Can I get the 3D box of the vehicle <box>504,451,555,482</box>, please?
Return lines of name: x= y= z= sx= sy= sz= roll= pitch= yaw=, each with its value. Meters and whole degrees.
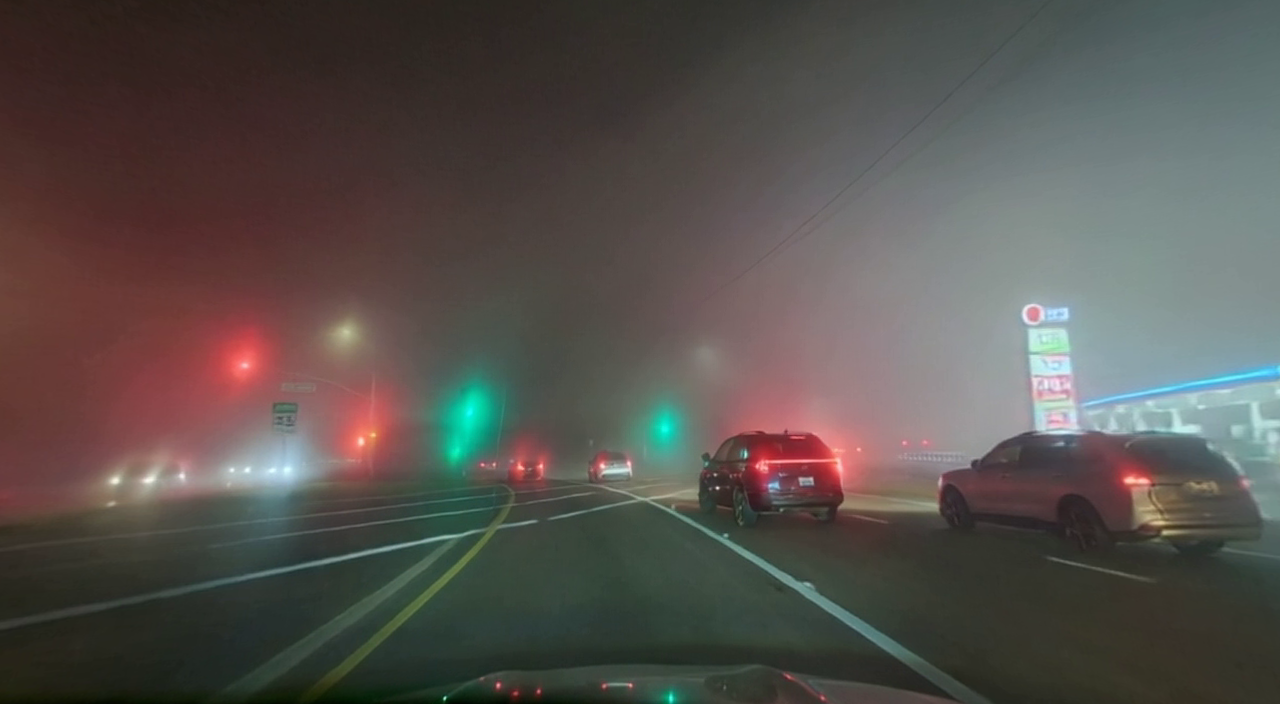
vehicle: x=-5.971 y=6.059 z=33.693 sx=2.107 sy=1.527 sz=4.174 roll=3 pitch=-9 yaw=-18

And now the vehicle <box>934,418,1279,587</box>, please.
vehicle: x=5.990 y=1.778 z=8.330 sx=1.881 sy=1.604 sz=4.289 roll=1 pitch=-8 yaw=-4

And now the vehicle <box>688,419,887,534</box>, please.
vehicle: x=2.513 y=2.301 z=12.307 sx=2.184 sy=1.777 sz=4.712 roll=1 pitch=-9 yaw=-8

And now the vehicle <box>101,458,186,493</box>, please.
vehicle: x=-24.330 y=6.010 z=31.041 sx=1.821 sy=1.521 sz=3.874 roll=2 pitch=-9 yaw=-16

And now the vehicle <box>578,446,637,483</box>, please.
vehicle: x=-1.609 y=5.291 z=29.991 sx=2.012 sy=1.612 sz=4.114 roll=2 pitch=-9 yaw=-14
